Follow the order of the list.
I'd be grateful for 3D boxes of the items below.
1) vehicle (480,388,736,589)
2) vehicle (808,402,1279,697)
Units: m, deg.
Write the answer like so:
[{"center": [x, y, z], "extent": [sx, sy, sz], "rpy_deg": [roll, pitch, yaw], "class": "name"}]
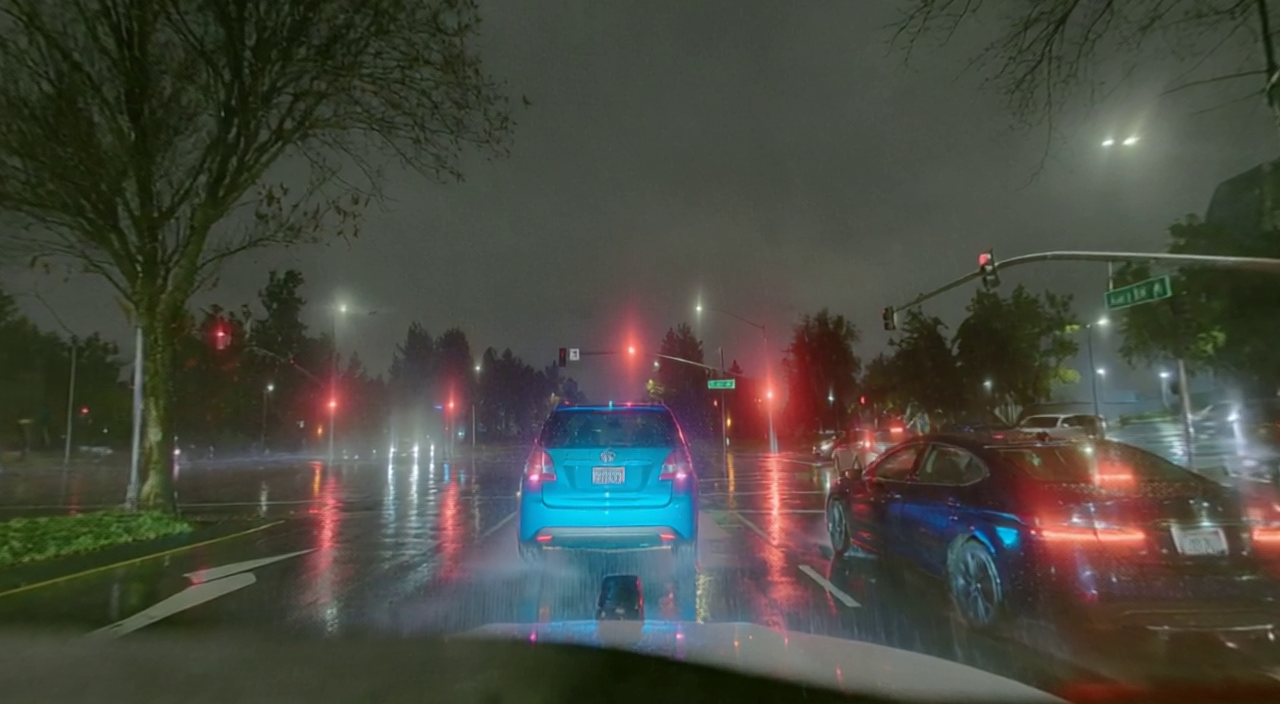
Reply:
[{"center": [-0.342, 1.522, 7.786], "extent": [2.247, 1.760, 4.231], "rpy_deg": [0, -9, -2], "class": "vehicle"}, {"center": [3.164, 1.401, 5.763], "extent": [1.932, 1.562, 4.629], "rpy_deg": [0, -9, -1], "class": "vehicle"}]
